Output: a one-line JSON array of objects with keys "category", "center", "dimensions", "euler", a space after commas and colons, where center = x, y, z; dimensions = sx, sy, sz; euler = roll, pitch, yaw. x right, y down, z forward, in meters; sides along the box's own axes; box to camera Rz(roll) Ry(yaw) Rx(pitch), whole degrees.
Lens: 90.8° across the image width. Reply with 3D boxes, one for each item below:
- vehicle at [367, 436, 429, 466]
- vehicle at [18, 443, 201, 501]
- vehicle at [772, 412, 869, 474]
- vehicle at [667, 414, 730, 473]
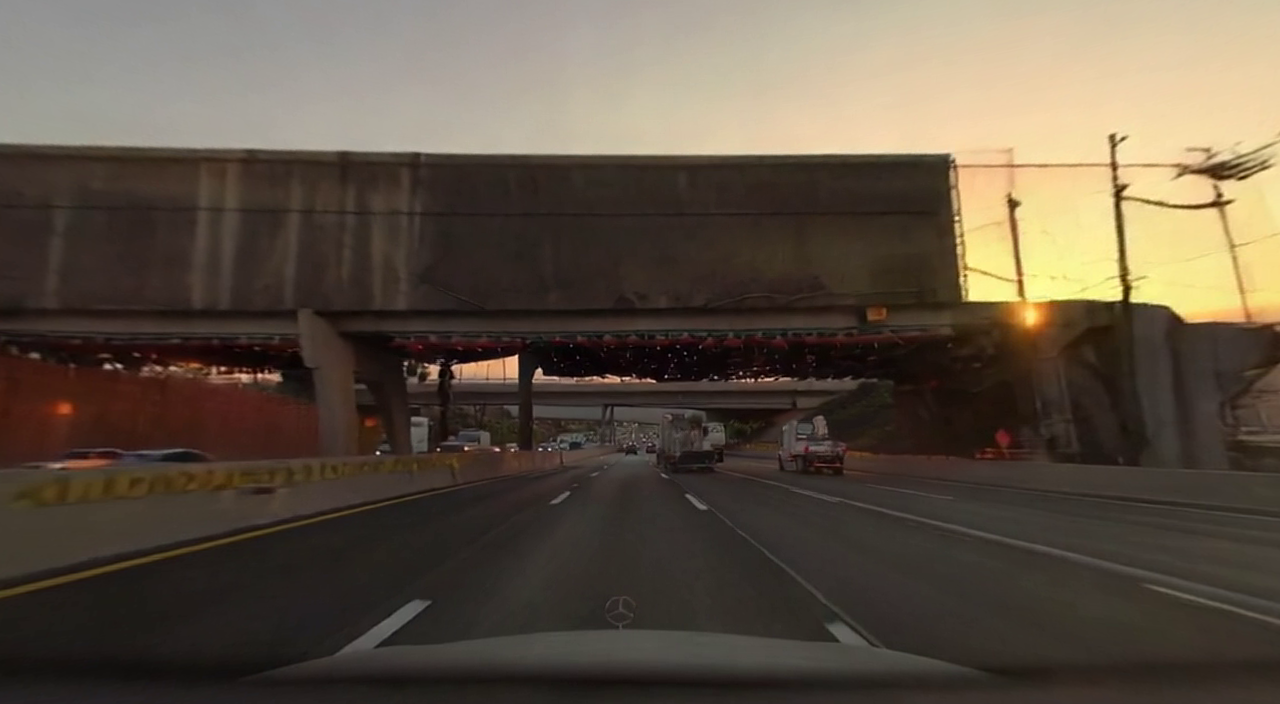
[{"category": "vehicle", "center": [-17.479, 7.194, 45.952], "dimensions": [2.330, 2.041, 5.234], "euler": [0, -9, 1]}, {"category": "vehicle", "center": [-14.040, 3.162, 17.022], "dimensions": [1.881, 1.385, 3.476], "euler": [0, -9, -1]}, {"category": "vehicle", "center": [10.615, 5.558, 38.460], "dimensions": [2.912, 3.293, 9.588], "euler": [0, -9, -1]}, {"category": "vehicle", "center": [3.263, 5.403, 37.125], "dimensions": [2.742, 3.054, 7.537], "euler": [0, -9, -2]}]
